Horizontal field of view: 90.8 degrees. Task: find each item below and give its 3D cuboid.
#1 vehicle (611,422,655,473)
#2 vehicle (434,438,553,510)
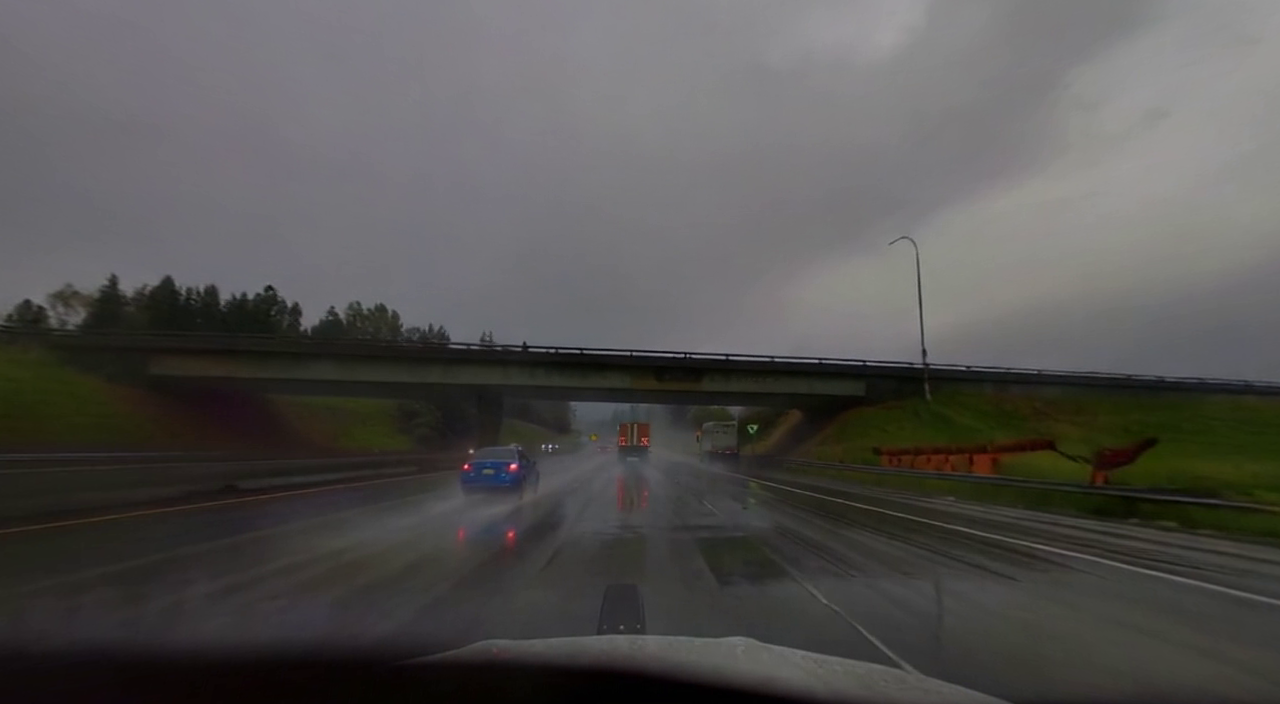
[{"bbox_3d":[-0.494,6.397,42.244,2.672,3.056,6.900,0,-9,-1],"label":"vehicle"},{"bbox_3d":[-3.665,3.136,16.669,2.088,1.643,4.215,0,-9,1],"label":"vehicle"}]
